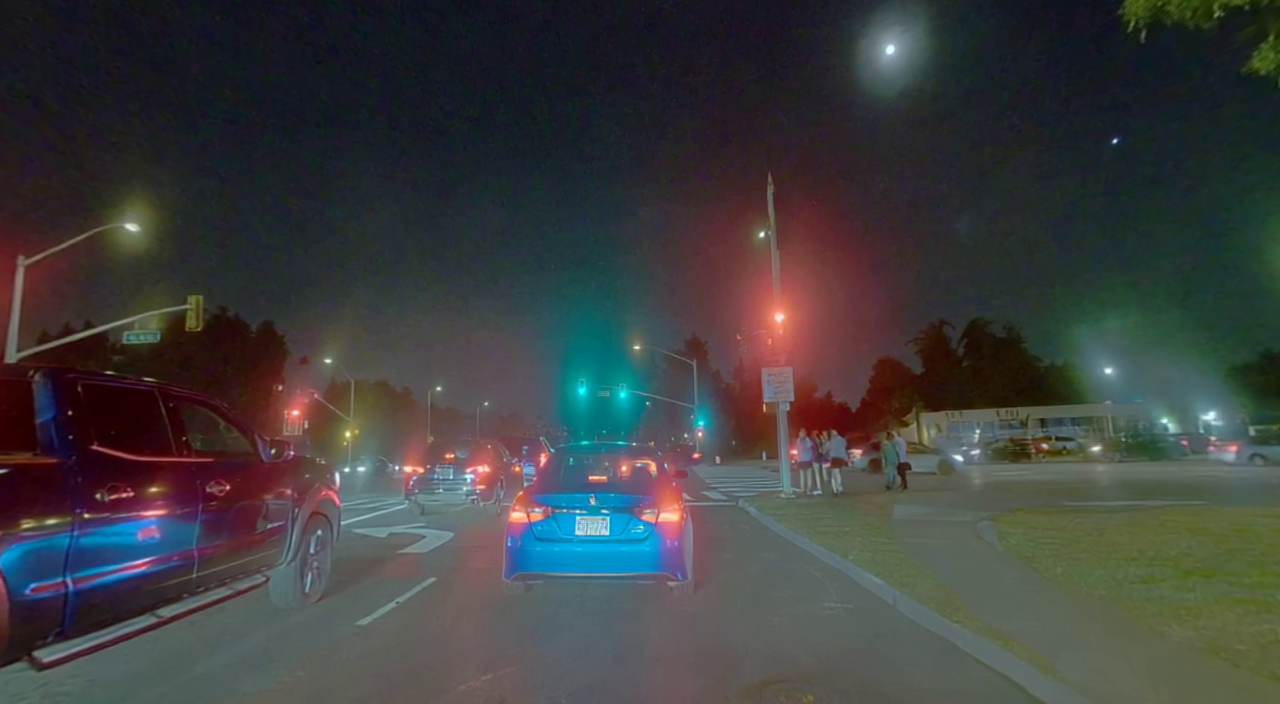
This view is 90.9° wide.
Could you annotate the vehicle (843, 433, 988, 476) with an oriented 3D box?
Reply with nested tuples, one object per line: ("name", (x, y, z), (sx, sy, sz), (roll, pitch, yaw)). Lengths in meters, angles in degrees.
("vehicle", (11.167, 4.216, 25.966), (5.192, 1.620, 2.072), (-3, -9, 19))

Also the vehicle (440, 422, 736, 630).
("vehicle", (-0.367, 1.600, 6.869), (2.144, 1.497, 4.446), (0, -9, 0))

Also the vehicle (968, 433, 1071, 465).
("vehicle", (21.974, 5.644, 36.656), (4.529, 1.786, 2.110), (0, -9, 2))

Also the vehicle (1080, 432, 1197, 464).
("vehicle", (28.931, 5.570, 36.718), (4.967, 1.794, 2.044), (0, -9, 2))

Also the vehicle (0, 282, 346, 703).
("vehicle", (-3.690, 0.752, 2.850), (2.202, 1.961, 4.980), (0, -9, 1))

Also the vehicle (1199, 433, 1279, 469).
("vehicle", (26.845, 4.183, 26.657), (4.516, 1.469, 1.866), (0, -9, 1))
